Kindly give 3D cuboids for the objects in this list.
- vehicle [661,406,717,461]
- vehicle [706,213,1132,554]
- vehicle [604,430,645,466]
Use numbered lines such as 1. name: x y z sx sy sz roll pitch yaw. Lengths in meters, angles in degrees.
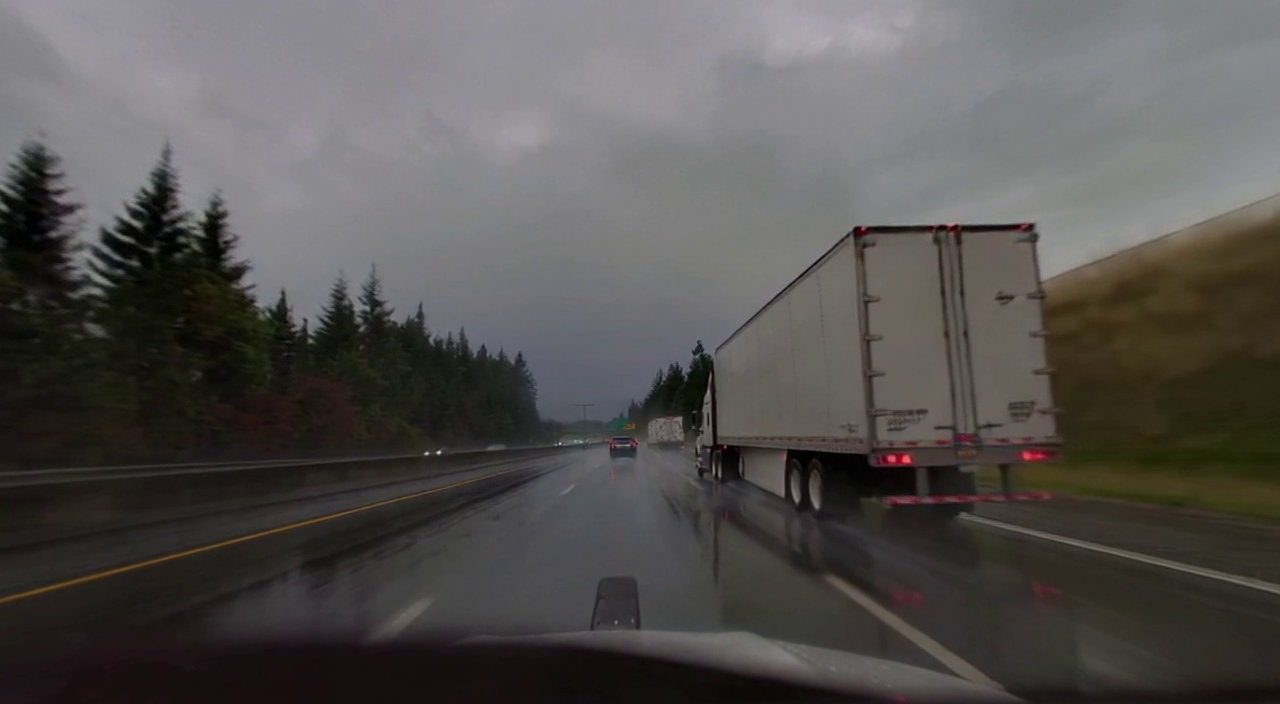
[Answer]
1. vehicle: 3.462 6.212 47.491 2.947 3.657 11.192 0 -8 -2
2. vehicle: 4.043 1.322 14.763 3.005 4.121 14.417 0 -8 -2
3. vehicle: -0.875 5.490 36.048 2.211 1.933 4.315 0 -8 -2
